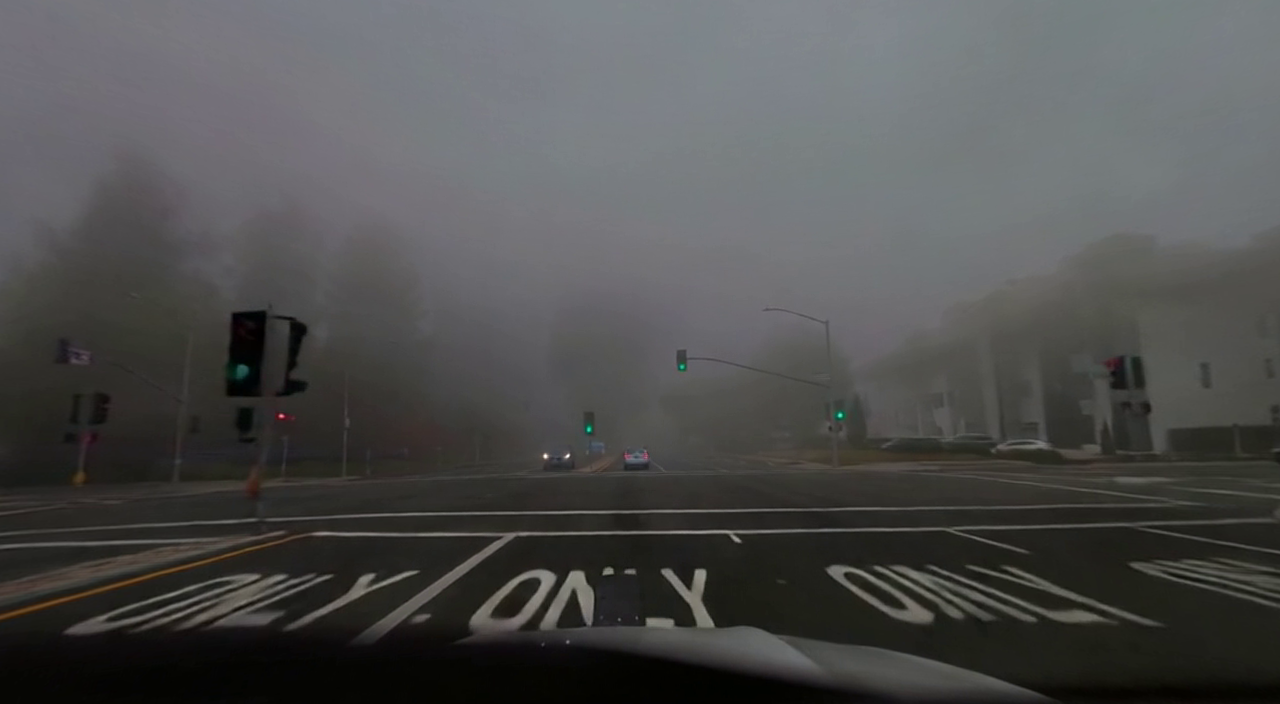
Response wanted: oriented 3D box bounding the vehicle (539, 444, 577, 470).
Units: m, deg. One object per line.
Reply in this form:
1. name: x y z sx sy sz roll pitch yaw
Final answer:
1. vehicle: -5.541 7.159 43.105 2.016 1.631 4.148 0 -9 0

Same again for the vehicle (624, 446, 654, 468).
1. vehicle: -0.113 7.465 45.077 2.064 1.477 3.968 0 -9 -1
